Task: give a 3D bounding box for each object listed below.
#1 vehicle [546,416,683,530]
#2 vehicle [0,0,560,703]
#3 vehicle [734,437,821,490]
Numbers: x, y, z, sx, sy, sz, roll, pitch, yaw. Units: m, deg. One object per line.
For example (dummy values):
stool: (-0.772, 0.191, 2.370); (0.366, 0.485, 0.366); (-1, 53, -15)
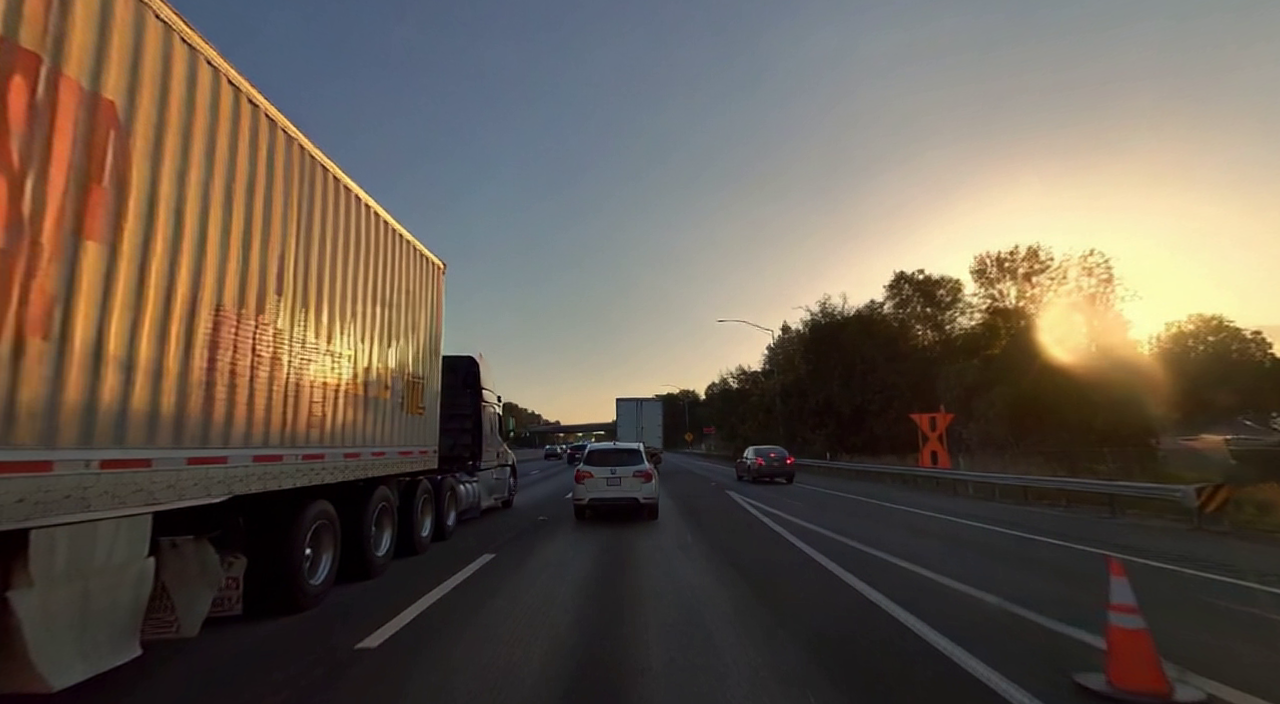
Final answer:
vehicle: (-0.377, 2.222, 11.988); (2.152, 1.779, 3.924); (0, -9, 1)
vehicle: (-3.715, 0.617, 9.285); (2.857, 4.063, 16.026); (0, -8, 1)
vehicle: (4.525, 3.725, 21.361); (1.937, 1.601, 3.798); (0, -9, -3)
